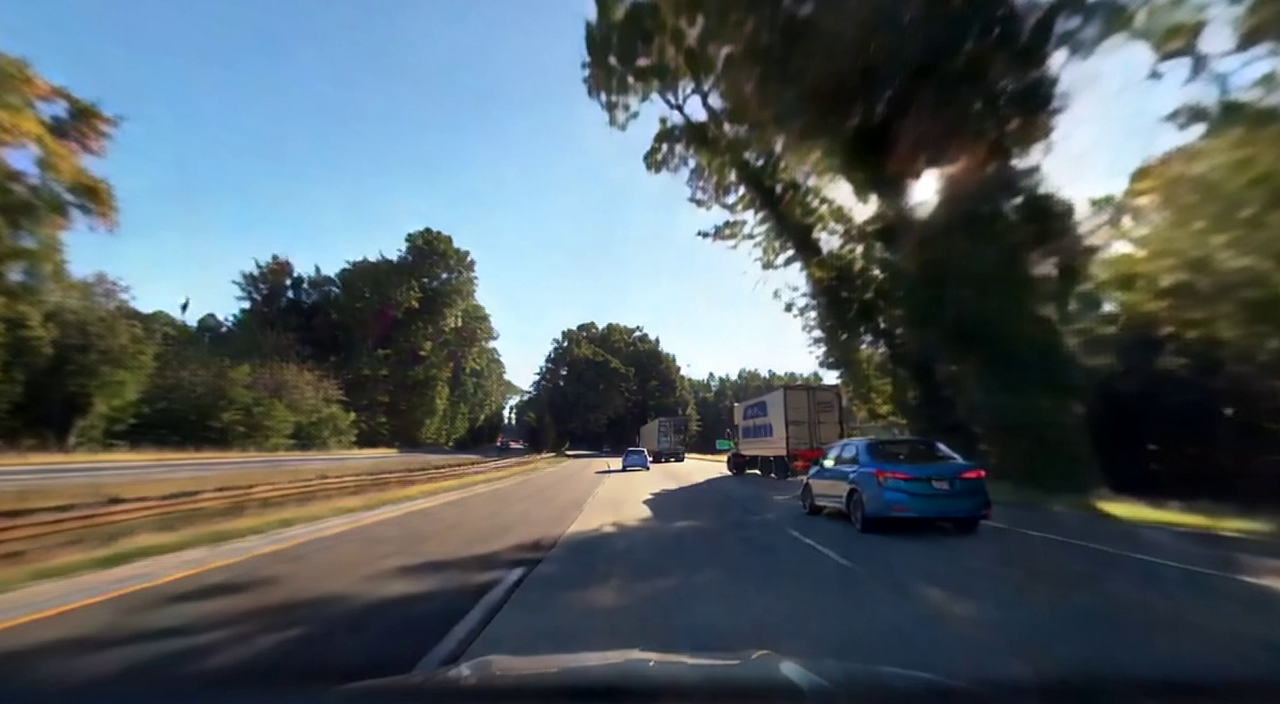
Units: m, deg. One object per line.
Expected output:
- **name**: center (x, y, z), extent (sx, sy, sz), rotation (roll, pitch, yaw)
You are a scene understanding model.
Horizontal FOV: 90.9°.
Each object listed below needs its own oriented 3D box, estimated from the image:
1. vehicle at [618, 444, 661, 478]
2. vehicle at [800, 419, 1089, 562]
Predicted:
- **vehicle**: center (-0.090, 5.061, 29.487), extent (1.913, 1.460, 3.610), rotation (0, -9, -2)
- **vehicle**: center (4.026, 1.916, 9.461), extent (1.977, 1.599, 4.605), rotation (0, -9, -1)
